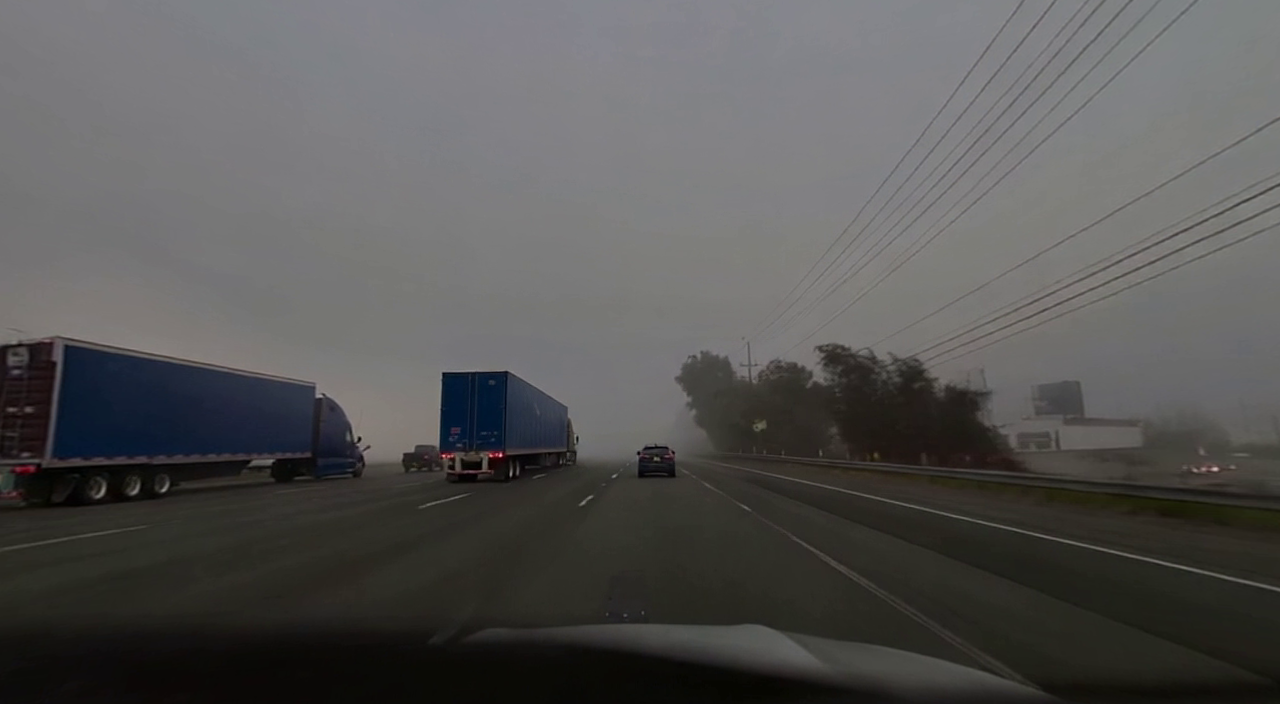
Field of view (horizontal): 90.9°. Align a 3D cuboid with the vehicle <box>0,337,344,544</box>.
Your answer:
[{"bbox_3d":[-10.569,2.022,14.342,2.896,3.140,9.491,0,-8,1],"label":"vehicle"}]

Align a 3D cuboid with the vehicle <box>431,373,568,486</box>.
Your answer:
[{"bbox_3d":[-5.960,3.927,30.501,2.907,4.081,15.311,0,-8,1],"label":"vehicle"}]

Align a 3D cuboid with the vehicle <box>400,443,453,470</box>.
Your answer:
[{"bbox_3d":[-14.230,6.955,42.296,1.938,1.679,4.469,0,-8,1],"label":"vehicle"}]

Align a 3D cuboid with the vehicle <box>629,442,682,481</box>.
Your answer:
[{"bbox_3d":[0.633,4.581,26.748,2.055,1.514,4.323,0,-8,1],"label":"vehicle"}]
